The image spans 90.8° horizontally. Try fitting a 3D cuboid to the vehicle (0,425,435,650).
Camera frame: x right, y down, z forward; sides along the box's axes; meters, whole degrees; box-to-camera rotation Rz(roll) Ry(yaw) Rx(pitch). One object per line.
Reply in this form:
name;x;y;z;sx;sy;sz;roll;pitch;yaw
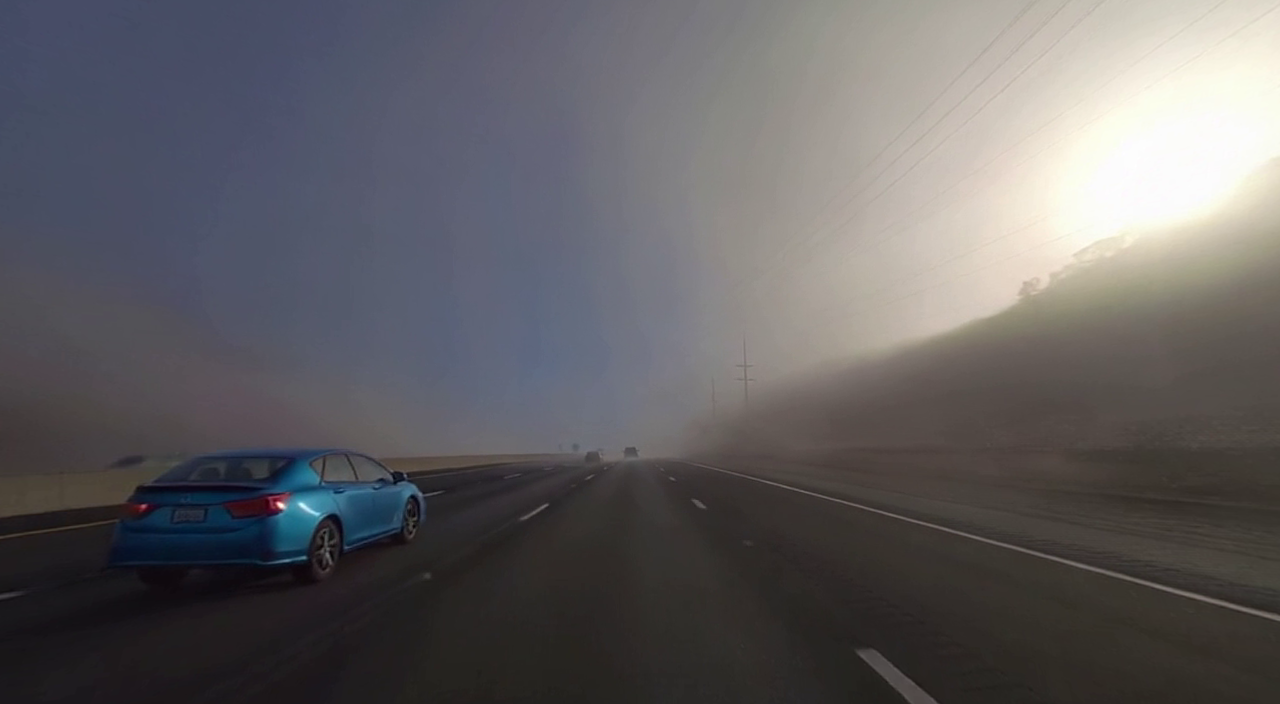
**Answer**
vehicle;-4.083;1.621;6.775;2.064;1.489;4.966;0;-9;0
